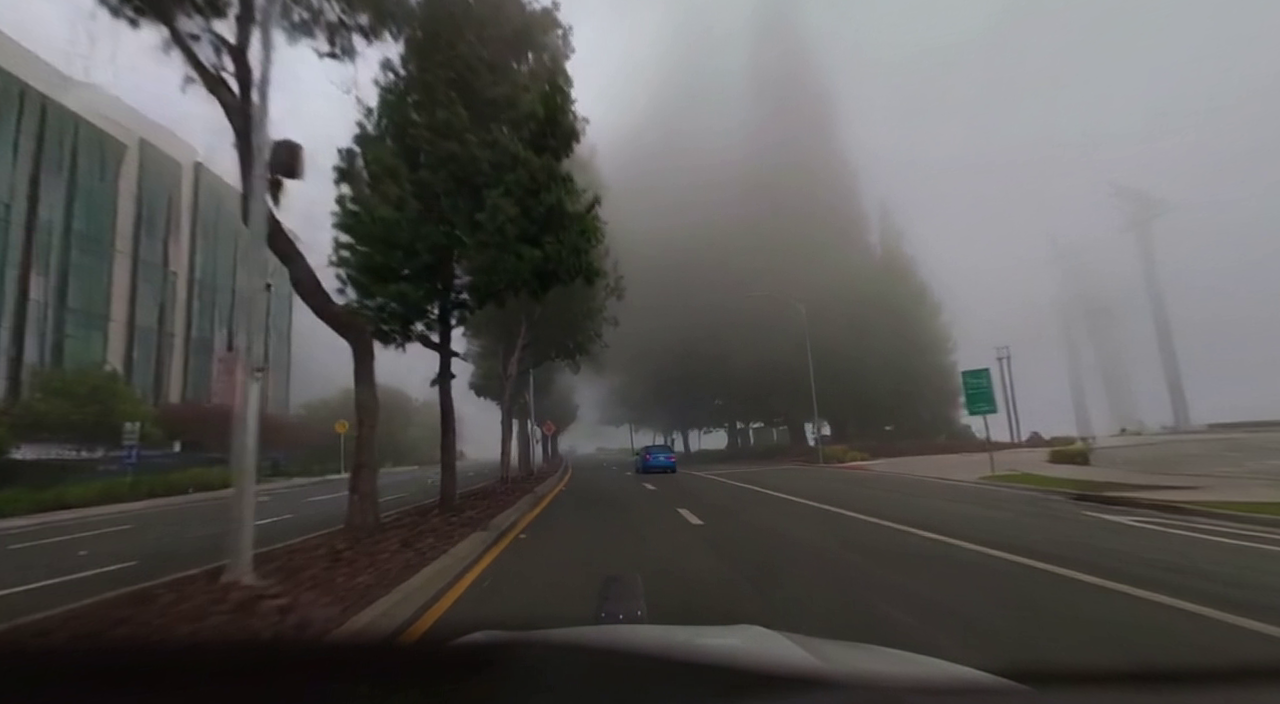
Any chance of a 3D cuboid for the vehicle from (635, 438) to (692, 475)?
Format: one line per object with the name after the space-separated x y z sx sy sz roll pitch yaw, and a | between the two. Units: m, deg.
1.027 5.034 30.757 2.165 1.633 4.381 0 -8 -6 | vehicle
